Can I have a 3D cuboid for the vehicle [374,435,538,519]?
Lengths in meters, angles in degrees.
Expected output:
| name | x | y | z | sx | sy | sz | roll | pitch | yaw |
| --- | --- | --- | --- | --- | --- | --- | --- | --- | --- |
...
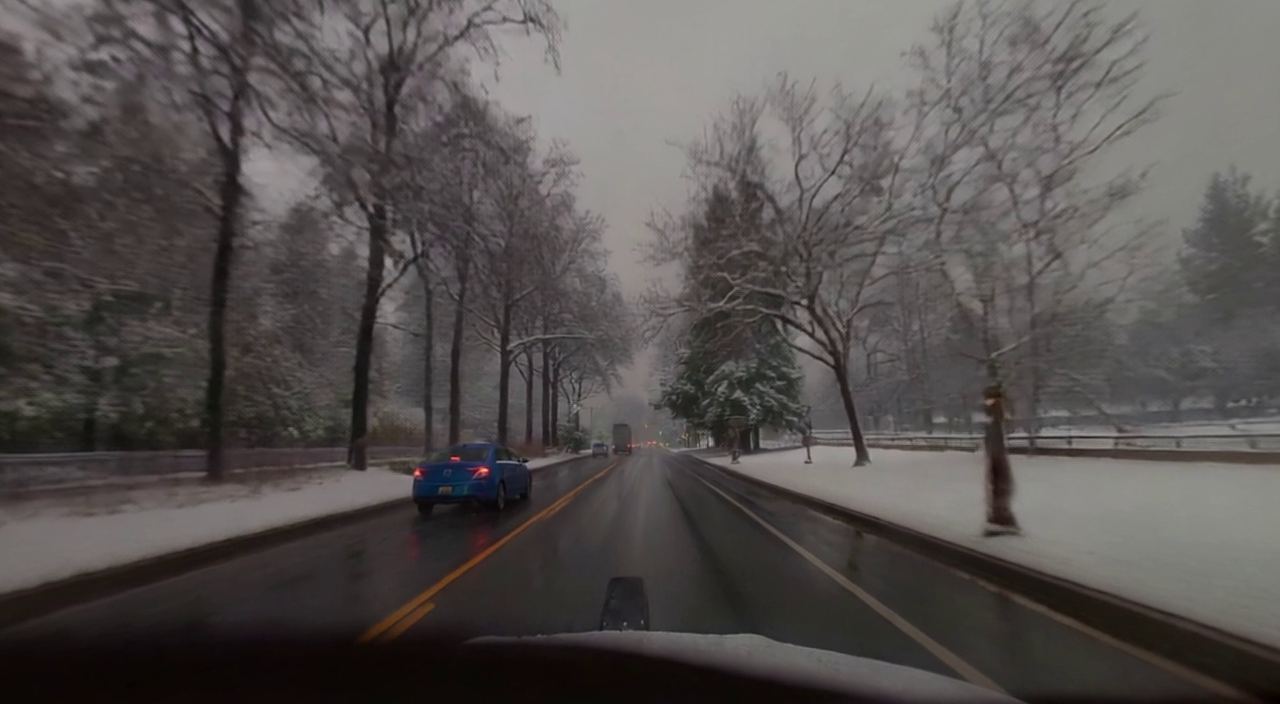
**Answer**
| name | x | y | z | sx | sy | sz | roll | pitch | yaw |
| --- | --- | --- | --- | --- | --- | --- | --- | --- | --- |
| vehicle | -3.623 | 2.541 | 13.433 | 2.033 | 1.454 | 4.512 | -1 | -8 | 1 |
